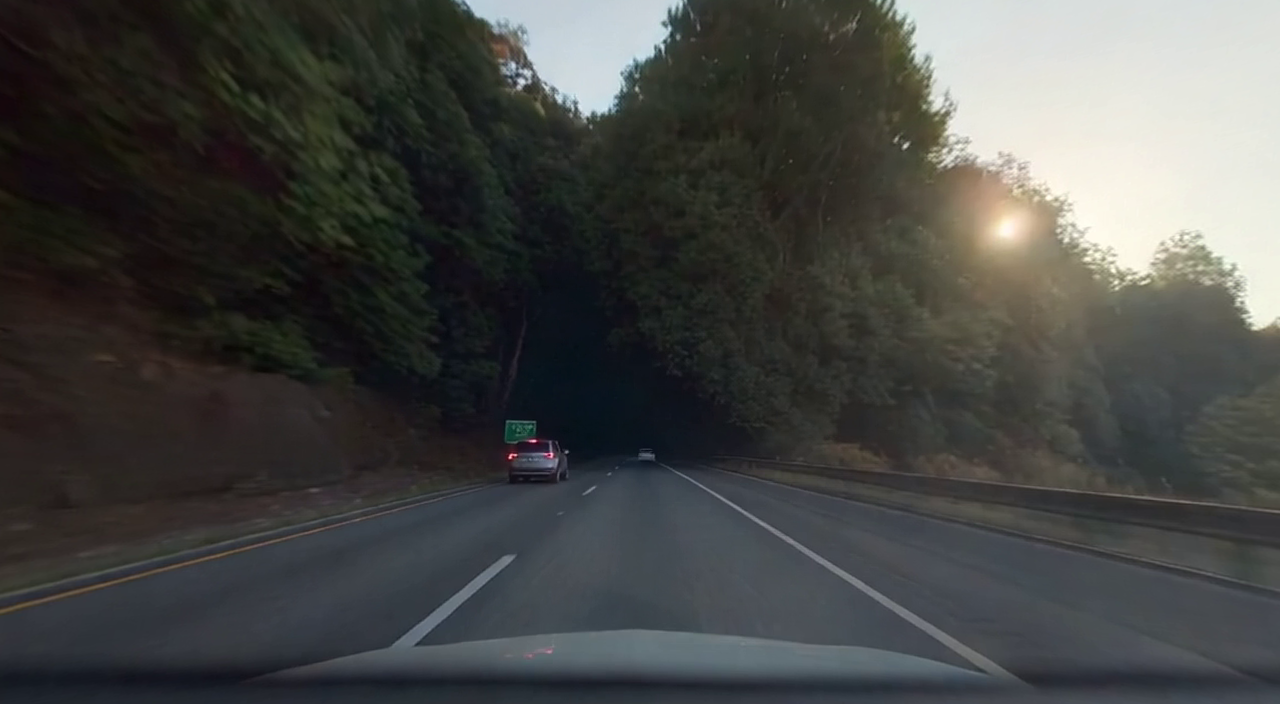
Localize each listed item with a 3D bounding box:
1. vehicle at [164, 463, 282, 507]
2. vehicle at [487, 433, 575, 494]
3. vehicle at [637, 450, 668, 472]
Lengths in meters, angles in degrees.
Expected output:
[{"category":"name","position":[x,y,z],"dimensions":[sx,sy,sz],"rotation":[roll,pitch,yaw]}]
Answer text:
[{"category":"vehicle","position":[-16.200,5.148,24.785],"dimensions":[1.720,1.440,4.098],"rotation":[0,-9,1]},{"category":"vehicle","position":[-3.943,4.155,23.949],"dimensions":[2.418,2.049,4.930],"rotation":[0,-9,0]},{"category":"vehicle","position":[0.833,7.588,44.198],"dimensions":[2.046,1.452,4.407],"rotation":[0,-9,0]}]
